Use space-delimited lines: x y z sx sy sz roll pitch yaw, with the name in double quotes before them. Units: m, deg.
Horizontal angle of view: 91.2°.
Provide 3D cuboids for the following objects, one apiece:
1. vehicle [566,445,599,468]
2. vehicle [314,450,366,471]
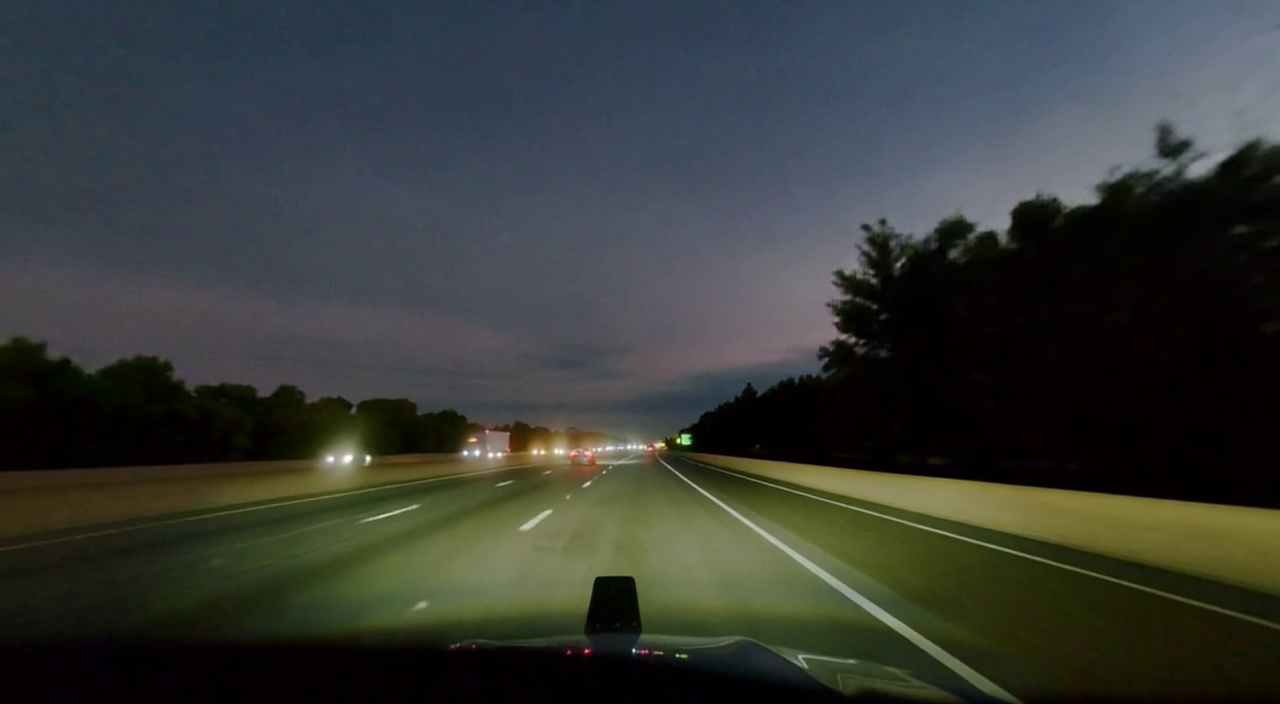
"vehicle" -3.991 7.358 44.188 1.933 1.497 3.973 0 -9 0
"vehicle" -23.302 8.435 48.871 1.980 1.518 3.986 0 -9 1
